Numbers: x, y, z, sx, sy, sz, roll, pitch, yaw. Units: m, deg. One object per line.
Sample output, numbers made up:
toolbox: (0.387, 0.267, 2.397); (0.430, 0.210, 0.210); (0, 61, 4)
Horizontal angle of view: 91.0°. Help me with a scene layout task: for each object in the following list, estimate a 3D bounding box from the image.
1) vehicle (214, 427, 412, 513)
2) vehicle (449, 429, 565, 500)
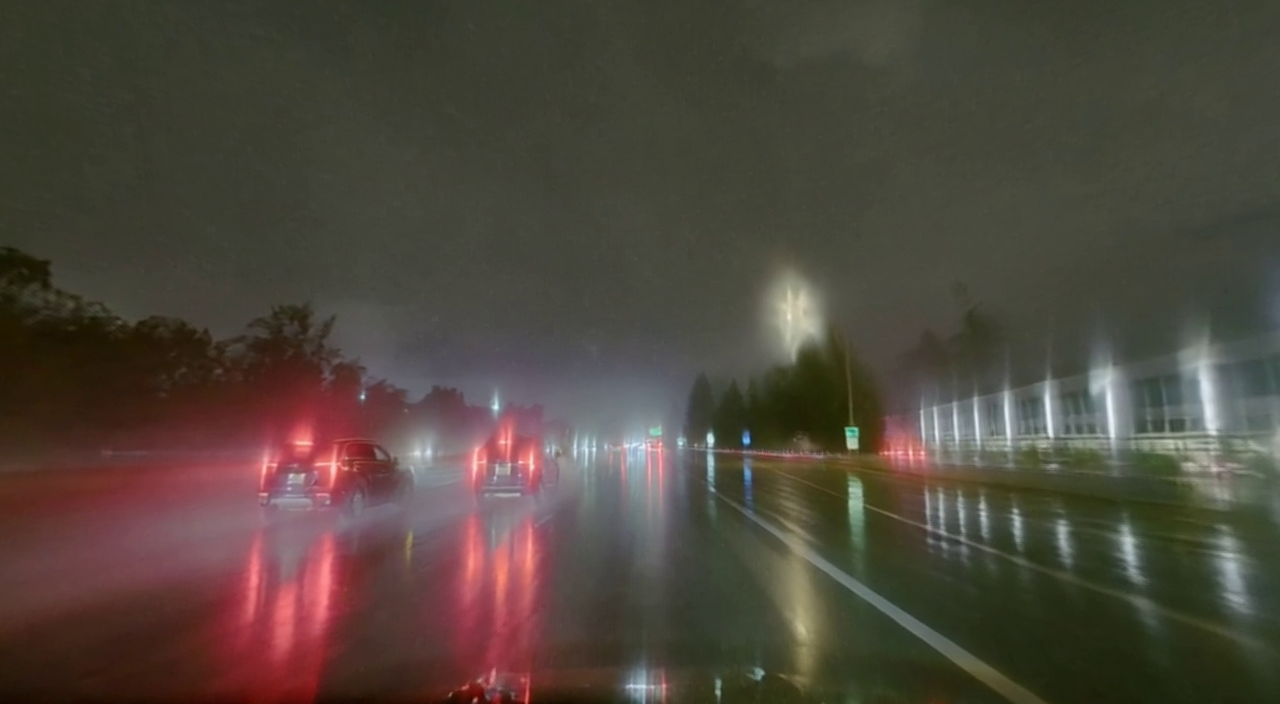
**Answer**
vehicle: (-7.295, 2.678, 14.752); (2.071, 1.661, 4.540); (-1, -9, 2)
vehicle: (-3.560, 3.115, 17.782); (2.158, 1.717, 4.375); (-1, -9, 2)
